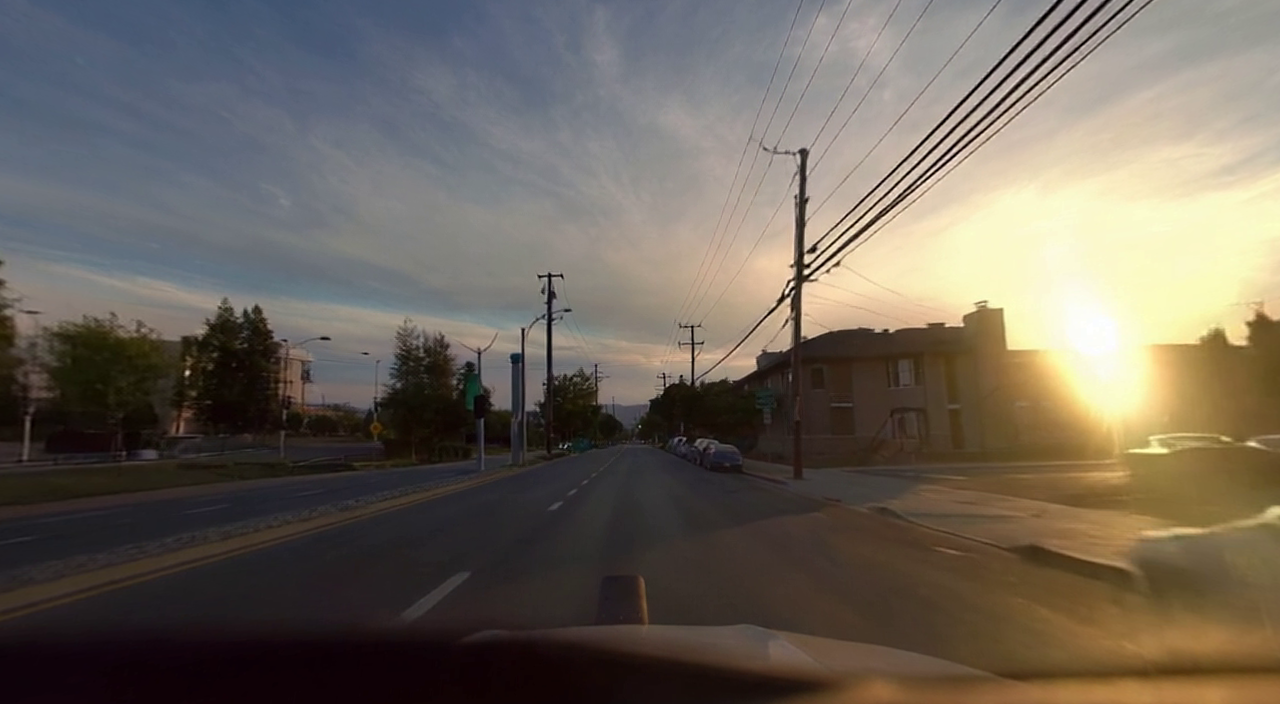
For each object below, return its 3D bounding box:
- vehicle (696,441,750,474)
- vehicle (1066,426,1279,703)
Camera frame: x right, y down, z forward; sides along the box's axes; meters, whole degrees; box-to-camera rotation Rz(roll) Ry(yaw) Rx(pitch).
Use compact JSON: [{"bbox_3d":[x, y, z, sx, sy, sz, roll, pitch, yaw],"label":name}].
[{"bbox_3d":[3.855,4.994,30.114,1.785,1.441,4.458,0,-8,-2],"label":"vehicle"},{"bbox_3d":[4.101,0.958,2.244,1.994,1.422,4.595,0,-8,0],"label":"vehicle"}]
